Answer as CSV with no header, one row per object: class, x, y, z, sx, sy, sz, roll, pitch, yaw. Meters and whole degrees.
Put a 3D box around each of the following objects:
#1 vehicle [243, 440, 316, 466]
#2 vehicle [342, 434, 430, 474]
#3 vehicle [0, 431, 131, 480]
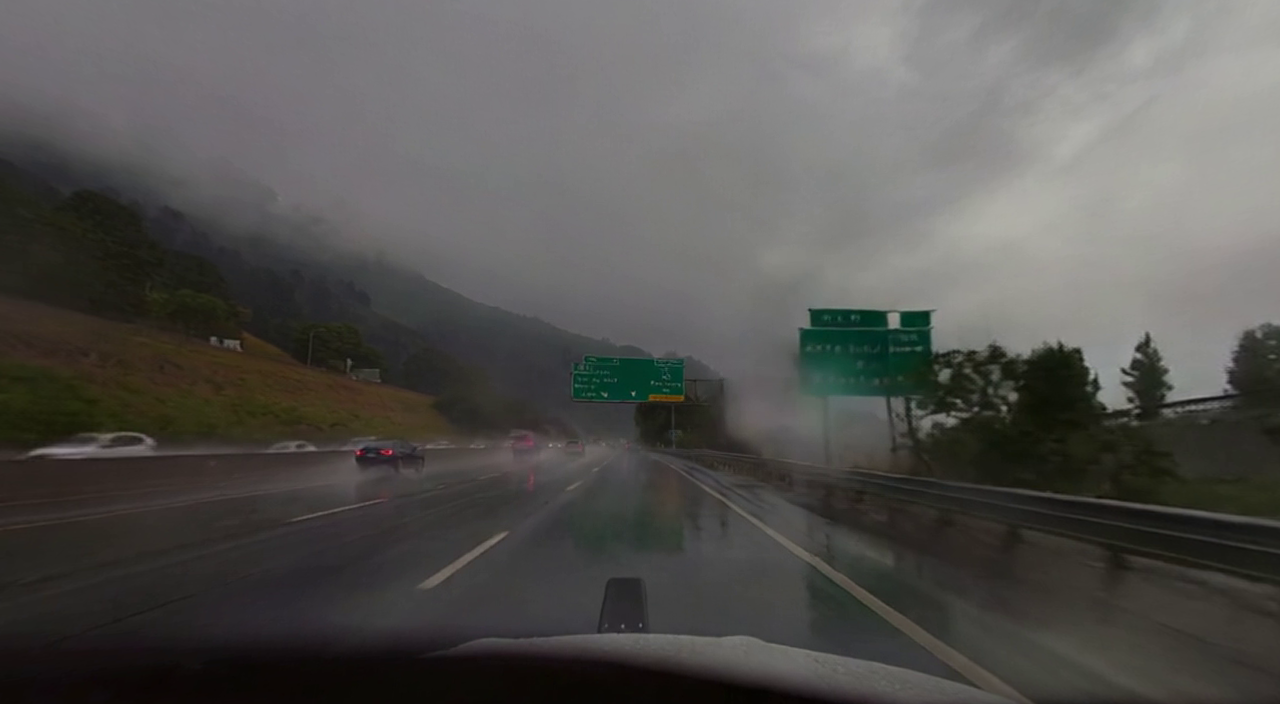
vehicle,-21.858,6.117,38.284,1.784,1.445,4.491,0,-8,-1
vehicle,-11.151,4.518,27.989,2.001,1.625,4.528,0,-8,0
vehicle,-21.598,3.770,23.120,1.923,1.595,4.510,0,-8,0
